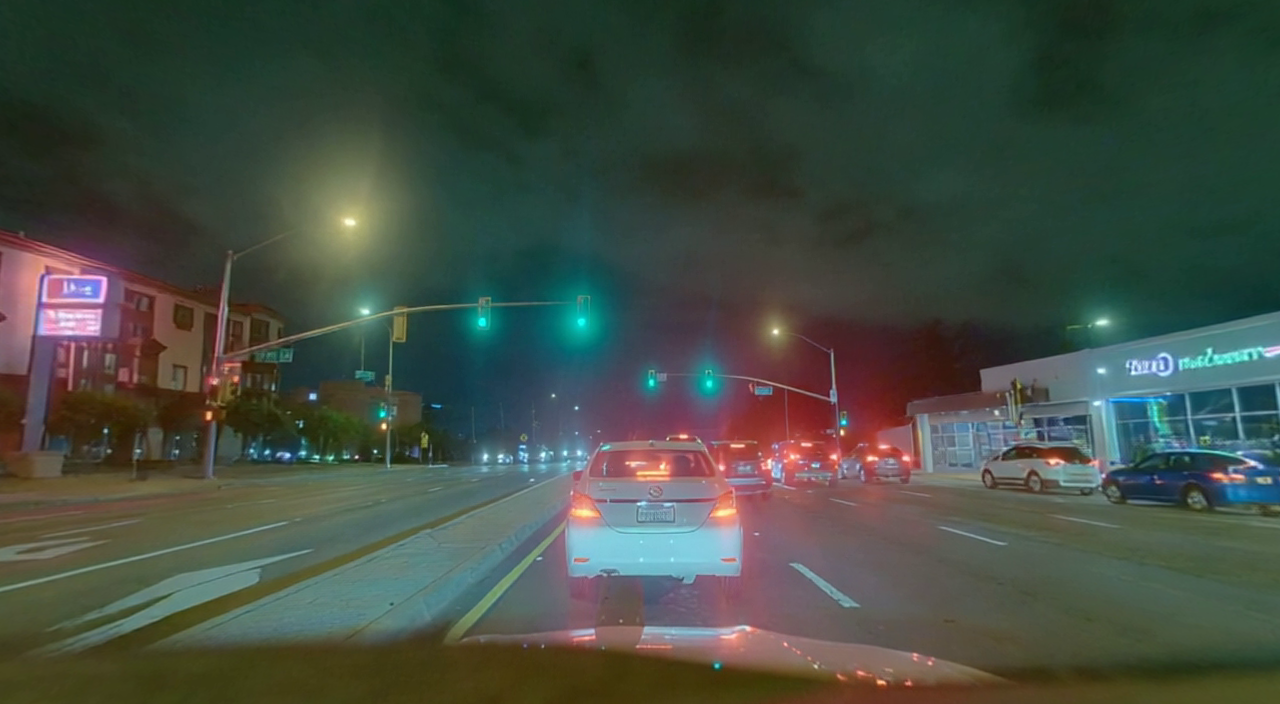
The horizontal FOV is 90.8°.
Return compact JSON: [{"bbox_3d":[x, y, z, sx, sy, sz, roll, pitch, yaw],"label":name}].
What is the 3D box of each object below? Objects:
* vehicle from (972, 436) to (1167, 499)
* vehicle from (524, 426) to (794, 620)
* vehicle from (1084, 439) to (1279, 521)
[{"bbox_3d":[14.075,3.814,21.351,2.309,1.819,5.793,1,-9,-3],"label":"vehicle"},{"bbox_3d":[0.134,1.638,7.036,2.067,1.471,4.241,0,-9,0],"label":"vehicle"},{"bbox_3d":[14.193,3.101,15.961,2.235,1.721,5.230,0,-9,1],"label":"vehicle"}]
